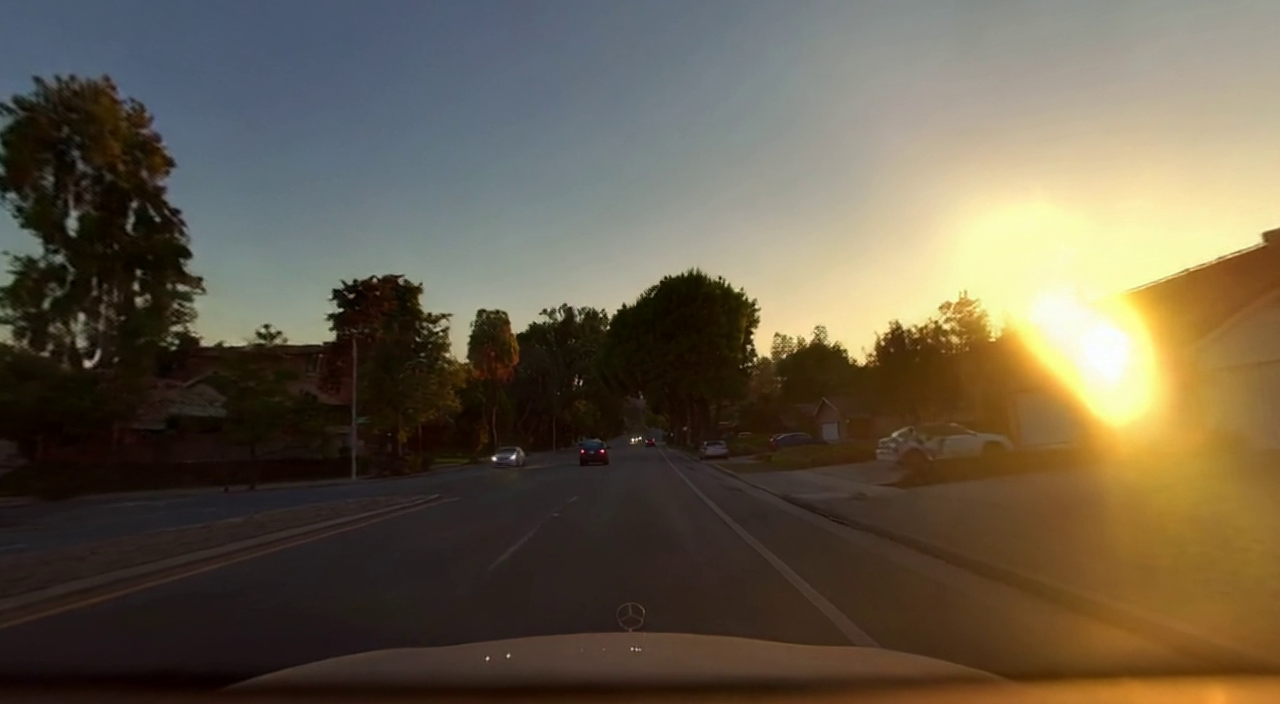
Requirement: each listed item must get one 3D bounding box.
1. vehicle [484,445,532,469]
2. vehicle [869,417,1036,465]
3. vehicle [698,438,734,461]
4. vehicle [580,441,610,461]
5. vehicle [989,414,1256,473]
[{"bbox_3d":[-8.567,6.853,41.373,2.027,1.522,4.469,-1,-8,2],"label":"vehicle"},{"bbox_3d":[10.451,3.025,21.365,4.606,1.525,1.932,0,-8,-1],"label":"vehicle"},{"bbox_3d":[5.406,7.034,45.564,1.995,1.546,4.474,0,-8,-1],"label":"vehicle"},{"bbox_3d":[-3.332,7.432,47.362,1.973,1.400,3.915,0,-8,0],"label":"vehicle"},{"bbox_3d":[10.550,2.033,14.020,4.489,1.208,1.800,0,-8,-2],"label":"vehicle"}]
